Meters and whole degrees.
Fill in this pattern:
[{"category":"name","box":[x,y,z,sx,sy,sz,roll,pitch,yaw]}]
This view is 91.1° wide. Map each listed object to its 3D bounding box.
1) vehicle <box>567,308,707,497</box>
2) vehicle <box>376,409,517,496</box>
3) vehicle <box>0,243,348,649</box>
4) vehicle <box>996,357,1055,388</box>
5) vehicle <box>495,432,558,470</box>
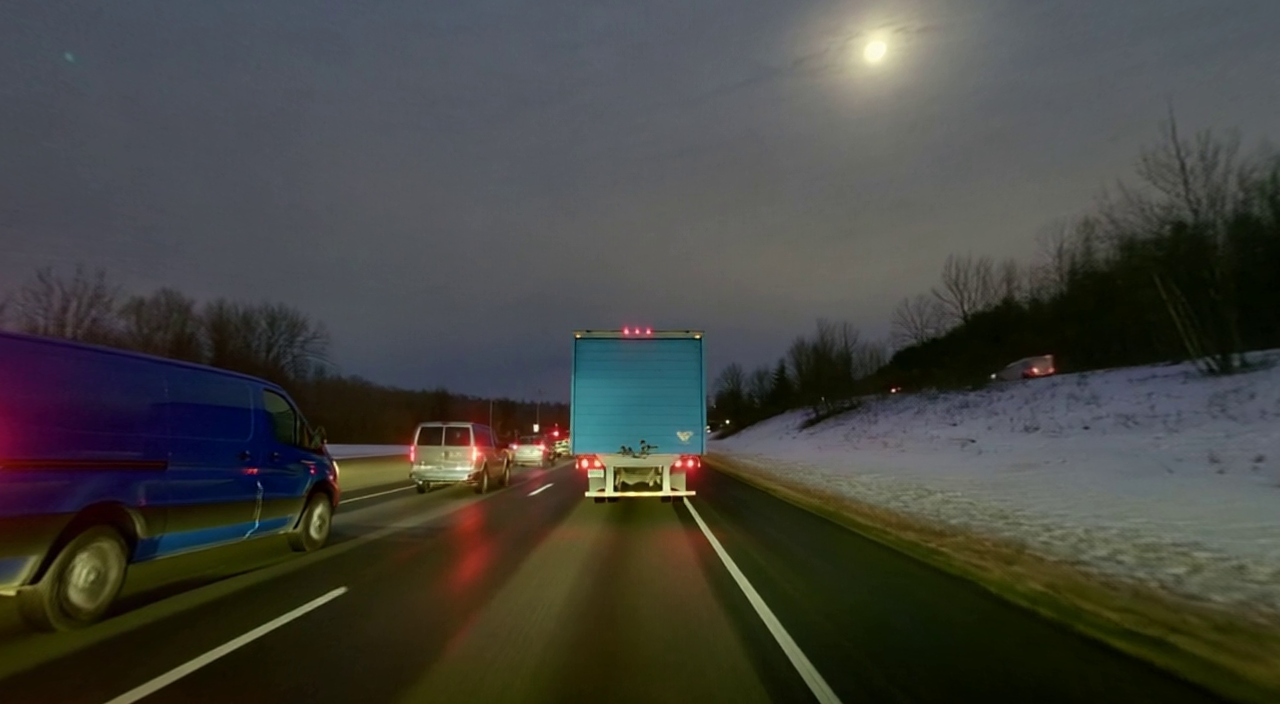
[{"category":"vehicle","box":[-0.054,1.716,18.456,2.953,4.041,10.072,0,-8,0]},{"category":"vehicle","box":[-4.907,2.624,16.865,2.168,1.985,4.952,0,-8,1]},{"category":"vehicle","box":[-5.240,0.836,5.756,2.478,2.515,5.438,0,-8,0]},{"category":"vehicle","box":[28.784,1.591,47.103,2.034,1.625,4.809,8,-6,10]},{"category":"vehicle","box":[-4.868,4.295,27.554,1.931,1.539,4.441,0,-8,0]}]
